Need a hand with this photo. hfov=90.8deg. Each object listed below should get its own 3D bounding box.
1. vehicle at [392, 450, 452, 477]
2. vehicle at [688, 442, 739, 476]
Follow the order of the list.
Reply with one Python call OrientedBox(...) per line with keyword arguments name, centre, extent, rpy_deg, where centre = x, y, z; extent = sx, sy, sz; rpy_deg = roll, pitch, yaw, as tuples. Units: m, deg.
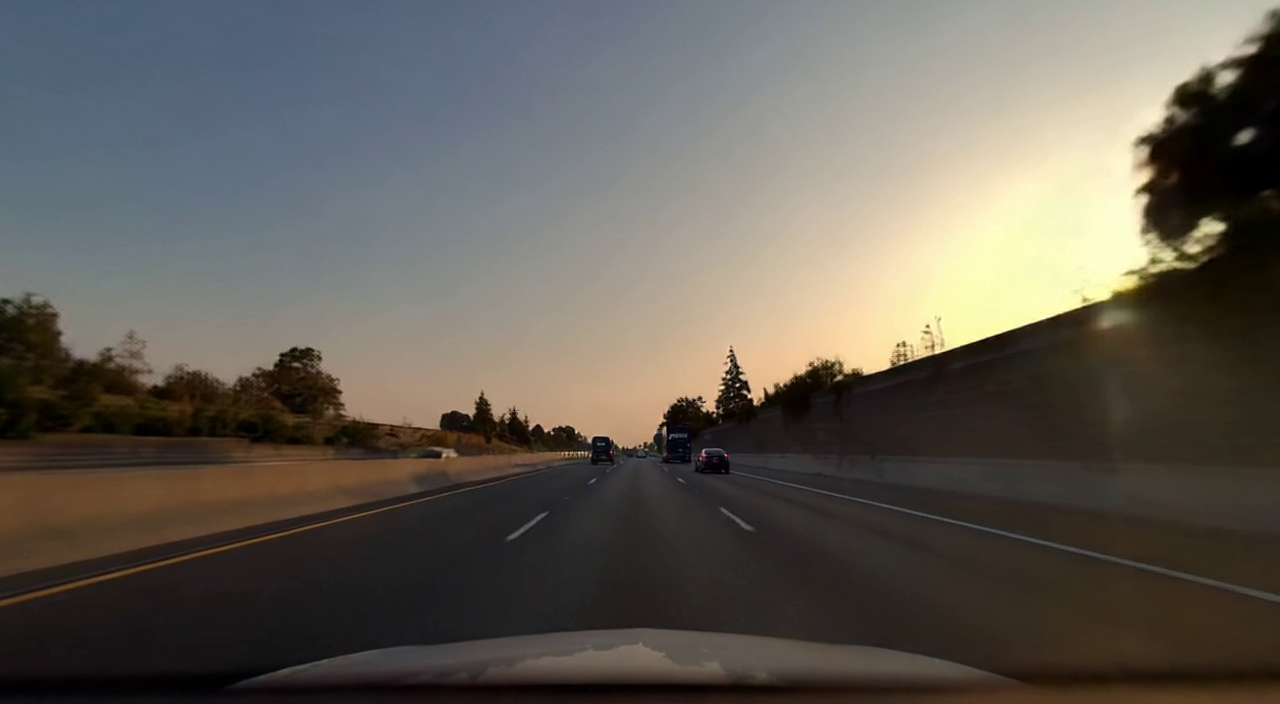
OrientedBox(name="vehicle", centre=(-12.627, 6.480, 36.917), extent=(1.855, 1.481, 4.580), rpy_deg=(0, -9, 0))
OrientedBox(name="vehicle", centre=(3.793, 5.607, 33.232), extent=(2.066, 1.638, 4.158), rpy_deg=(0, -9, -2))
